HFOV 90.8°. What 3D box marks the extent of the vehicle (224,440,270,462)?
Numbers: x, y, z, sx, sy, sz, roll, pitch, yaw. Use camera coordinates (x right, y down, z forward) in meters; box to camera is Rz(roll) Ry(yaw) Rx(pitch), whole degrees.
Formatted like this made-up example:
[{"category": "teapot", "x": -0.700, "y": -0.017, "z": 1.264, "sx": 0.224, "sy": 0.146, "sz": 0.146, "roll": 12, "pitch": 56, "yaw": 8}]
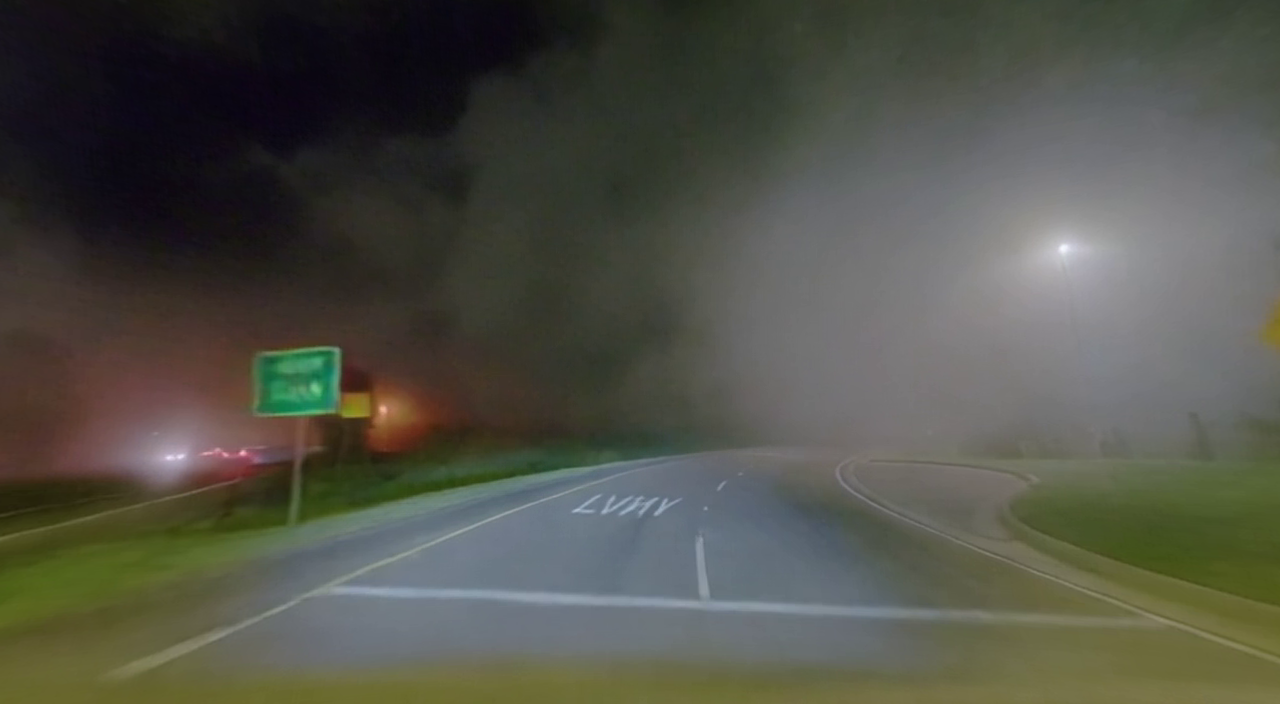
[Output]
[{"category": "vehicle", "x": -28.428, "y": 7.175, "z": 45.819, "sx": 2.108, "sy": 1.472, "sz": 4.099, "roll": 3, "pitch": -9, "yaw": -22}]
